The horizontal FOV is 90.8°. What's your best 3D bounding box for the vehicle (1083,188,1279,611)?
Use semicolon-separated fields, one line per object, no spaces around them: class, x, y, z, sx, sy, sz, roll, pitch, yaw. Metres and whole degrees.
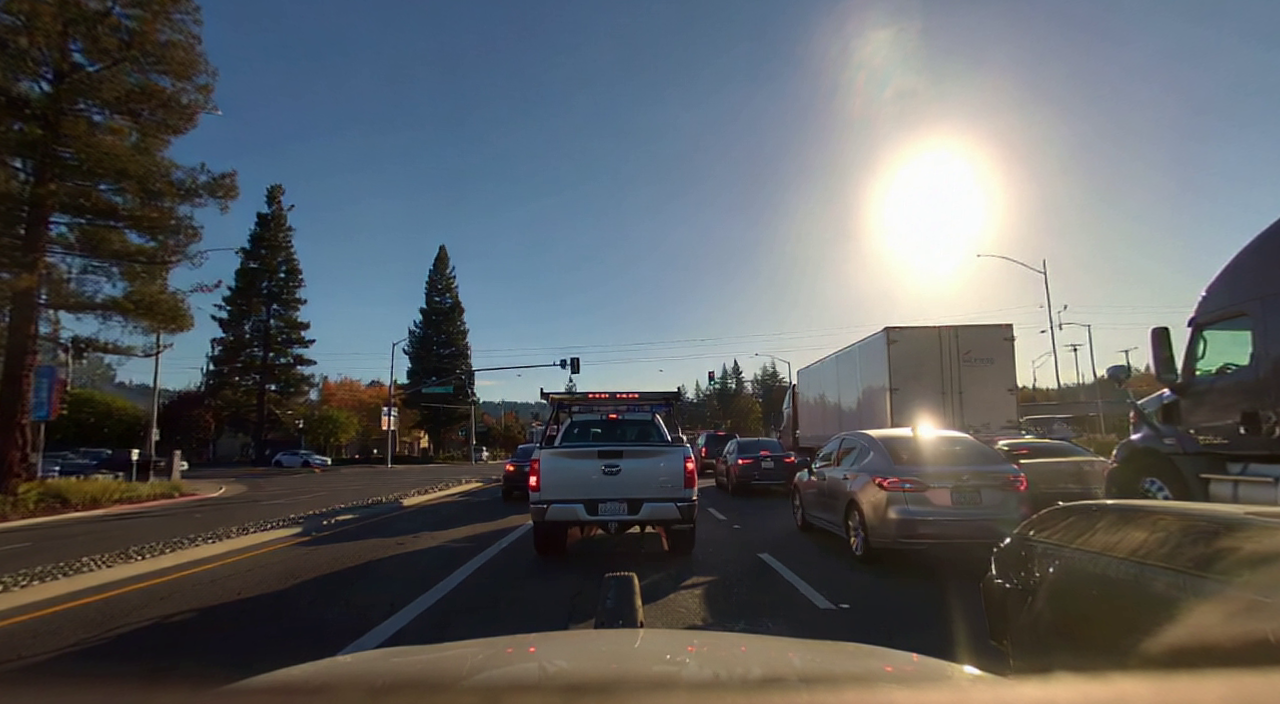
vehicle;6.518;0.114;3.315;2.802;3.322;7.429;0;-9;-1

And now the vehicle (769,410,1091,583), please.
vehicle;3.207;1.719;8.413;1.905;1.587;4.998;0;-9;0

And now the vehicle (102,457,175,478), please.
vehicle;-38.177;8.782;48.116;4.150;1.474;1.826;-1;-9;6

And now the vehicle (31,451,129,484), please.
vehicle;-28.543;5.880;32.382;1.730;1.534;3.922;1;-9;-8

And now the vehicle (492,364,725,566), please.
vehicle;-0.359;1.597;9.464;2.499;2.183;5.111;0;-9;0
